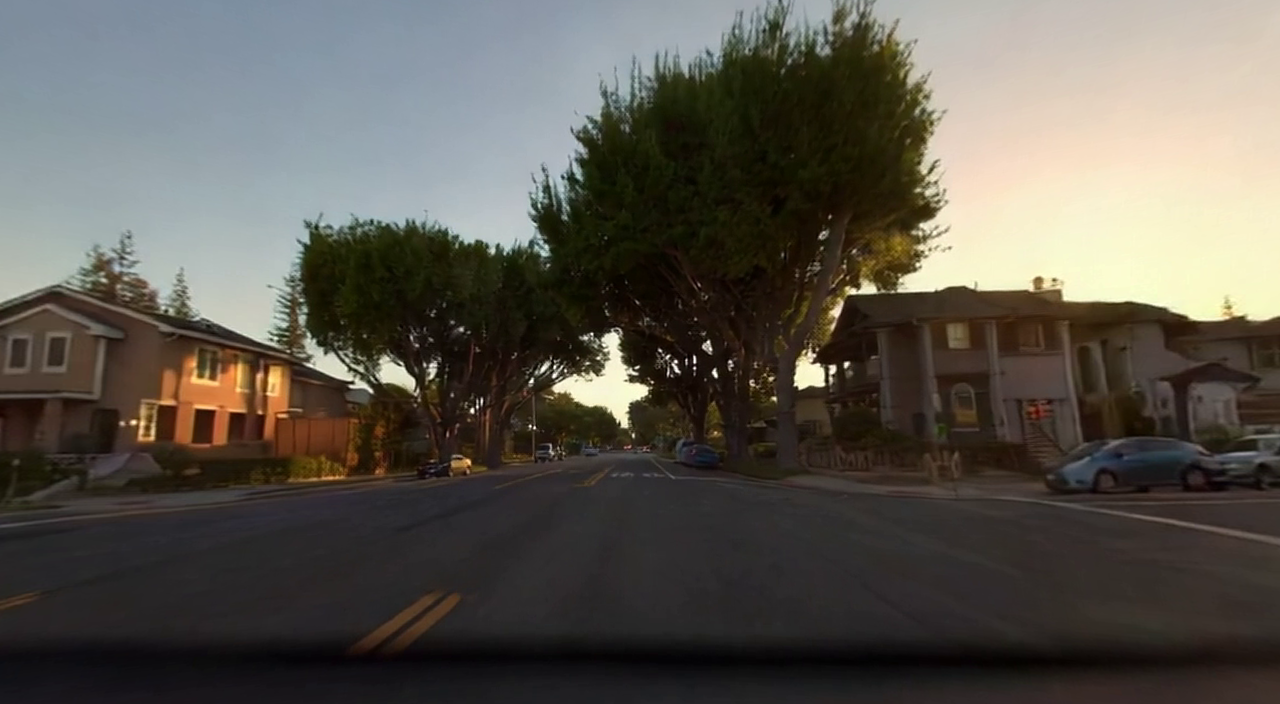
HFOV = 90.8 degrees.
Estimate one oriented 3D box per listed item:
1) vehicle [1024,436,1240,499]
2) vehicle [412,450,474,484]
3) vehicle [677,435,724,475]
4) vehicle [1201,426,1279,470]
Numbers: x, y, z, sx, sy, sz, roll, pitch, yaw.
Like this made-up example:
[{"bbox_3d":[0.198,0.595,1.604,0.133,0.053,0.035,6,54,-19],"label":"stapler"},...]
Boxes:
[{"bbox_3d":[14.382,3.386,18.714,4.635,1.706,1.954,0,-9,2],"label":"vehicle"},{"bbox_3d":[-10.933,6.386,35.411,2.049,1.527,4.677,-4,-8,-1],"label":"vehicle"},{"bbox_3d":[3.772,6.618,40.658,2.504,2.114,6.073,6,-9,3],"label":"vehicle"},{"bbox_3d":[27.071,4.092,26.978,2.000,1.773,4.469,1,-8,-1],"label":"vehicle"}]
